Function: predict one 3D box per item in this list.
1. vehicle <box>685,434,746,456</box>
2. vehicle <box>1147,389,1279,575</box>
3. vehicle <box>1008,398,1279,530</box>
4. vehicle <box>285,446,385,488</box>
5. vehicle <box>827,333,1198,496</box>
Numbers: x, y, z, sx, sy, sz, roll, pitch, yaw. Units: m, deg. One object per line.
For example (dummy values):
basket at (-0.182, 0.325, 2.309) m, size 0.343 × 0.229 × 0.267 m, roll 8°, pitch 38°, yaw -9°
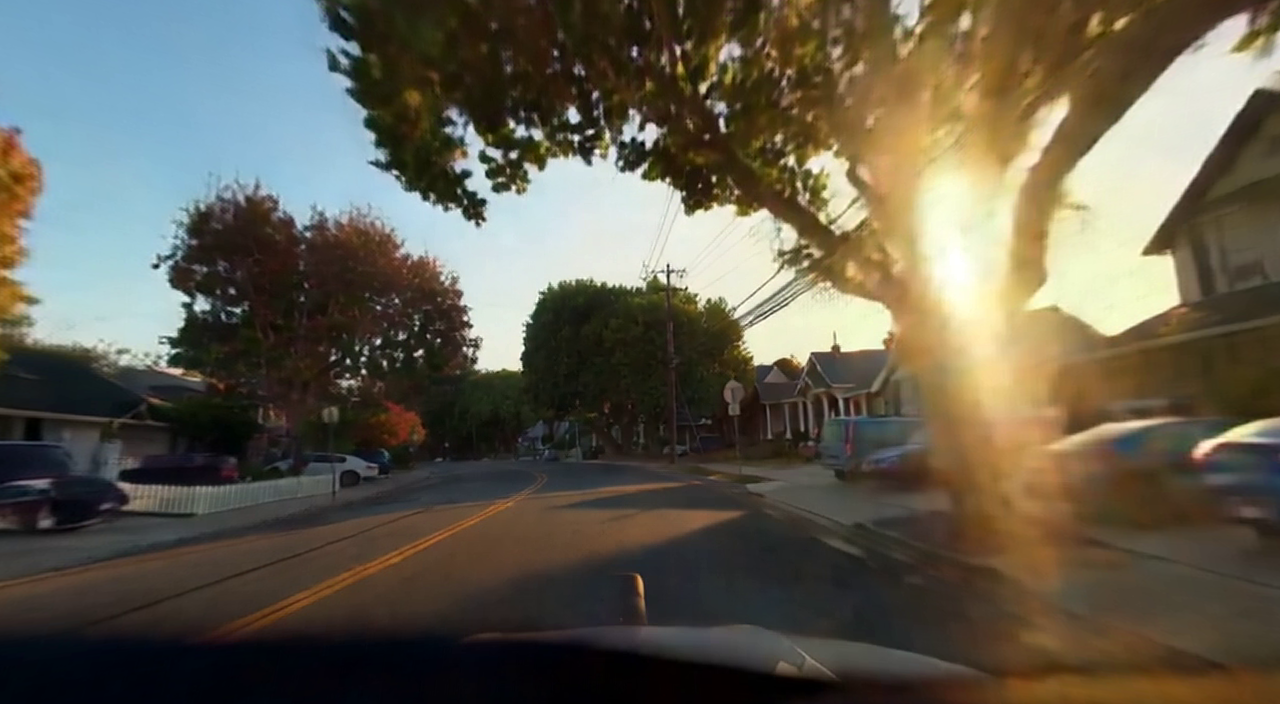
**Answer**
vehicle at (5.895, 7.305, 49.749) m, size 4.566 × 1.623 × 1.906 m, roll 0°, pitch -8°, yaw -2°
vehicle at (7.629, 1.040, 5.633) m, size 4.412 × 1.565 × 1.957 m, roll -3°, pitch -8°, yaw 0°
vehicle at (7.599, 1.495, 8.712) m, size 3.851 × 1.581 × 1.858 m, roll 0°, pitch -8°, yaw -2°
vehicle at (-12.619, 4.766, 26.503) m, size 2.390 × 1.431 × 4.253 m, roll 0°, pitch -7°, yaw -5°
vehicle at (8.484, 1.475, 14.922) m, size 7.115 × 3.010 × 2.378 m, roll -4°, pitch -8°, yaw -5°
